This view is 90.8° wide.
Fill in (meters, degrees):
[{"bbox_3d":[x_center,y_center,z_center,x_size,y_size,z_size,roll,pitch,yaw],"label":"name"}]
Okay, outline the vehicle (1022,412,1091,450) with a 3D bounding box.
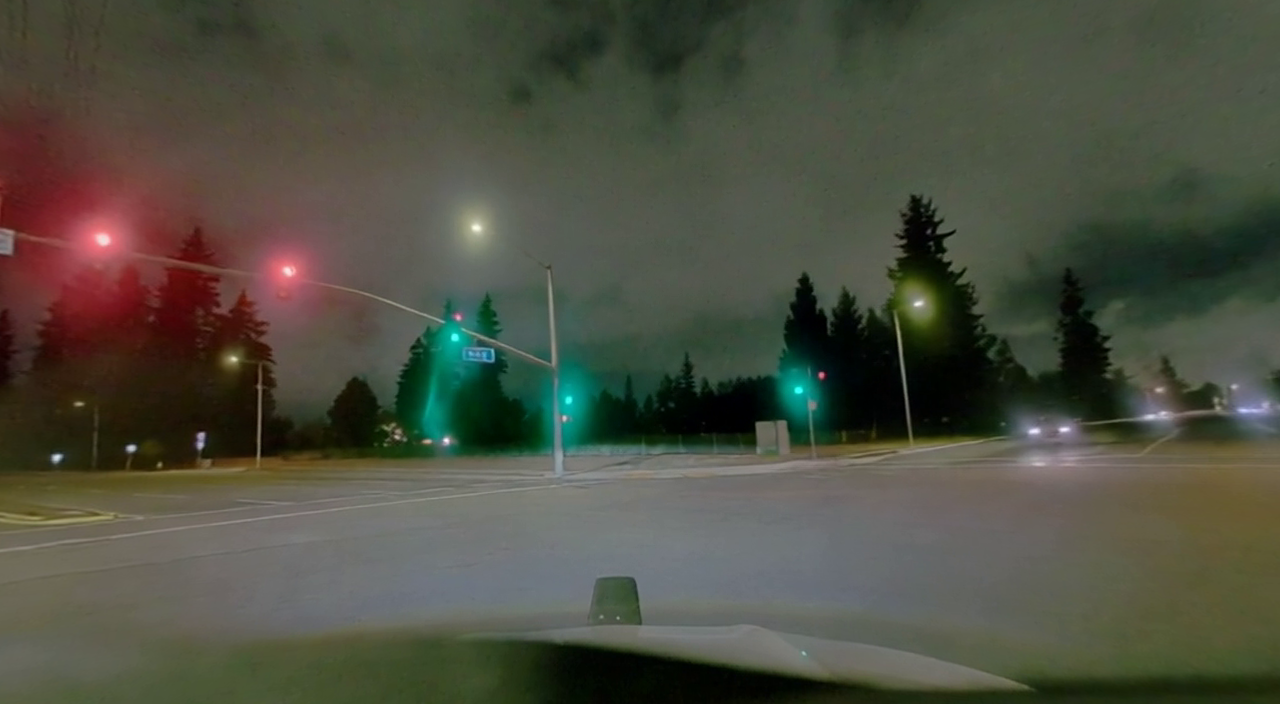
[{"bbox_3d":[19.001,3.636,28.705,1.997,1.577,4.719,-7,-10,39],"label":"vehicle"}]
